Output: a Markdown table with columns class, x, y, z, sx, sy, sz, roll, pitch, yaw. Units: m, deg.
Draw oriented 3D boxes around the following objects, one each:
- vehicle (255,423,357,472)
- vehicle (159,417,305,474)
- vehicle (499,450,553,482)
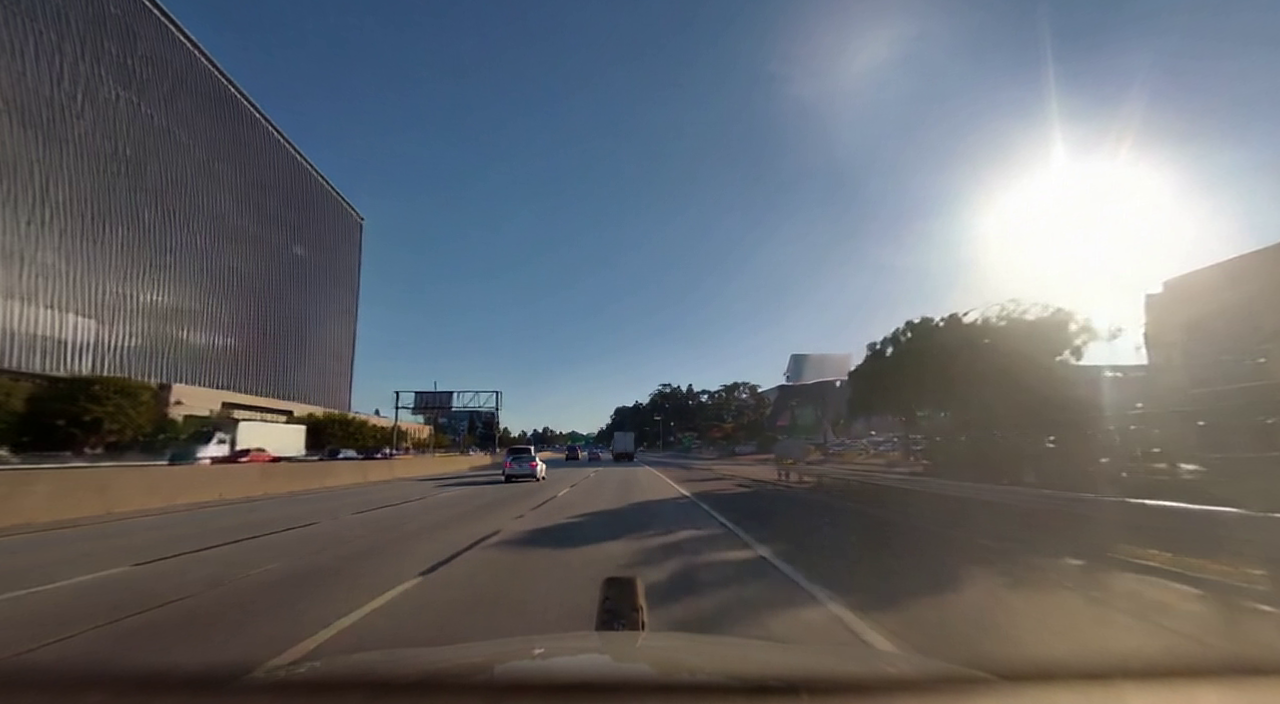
| class | x | y | z | sx | sy | sz | roll | pitch | yaw |
| --- | --- | --- | --- | --- | --- | --- | --- | --- | --- |
| vehicle | -24.821 | 7.192 | 47.605 | 2.785 | 3.272 | 9.199 | 0 | -9 | -1 |
| vehicle | -24.619 | 5.792 | 38.934 | 2.960 | 3.052 | 9.368 | 0 | -9 | -2 |
| vehicle | -5.783 | 5.806 | 32.508 | 1.943 | 1.510 | 4.201 | 0 | -9 | 0 |
